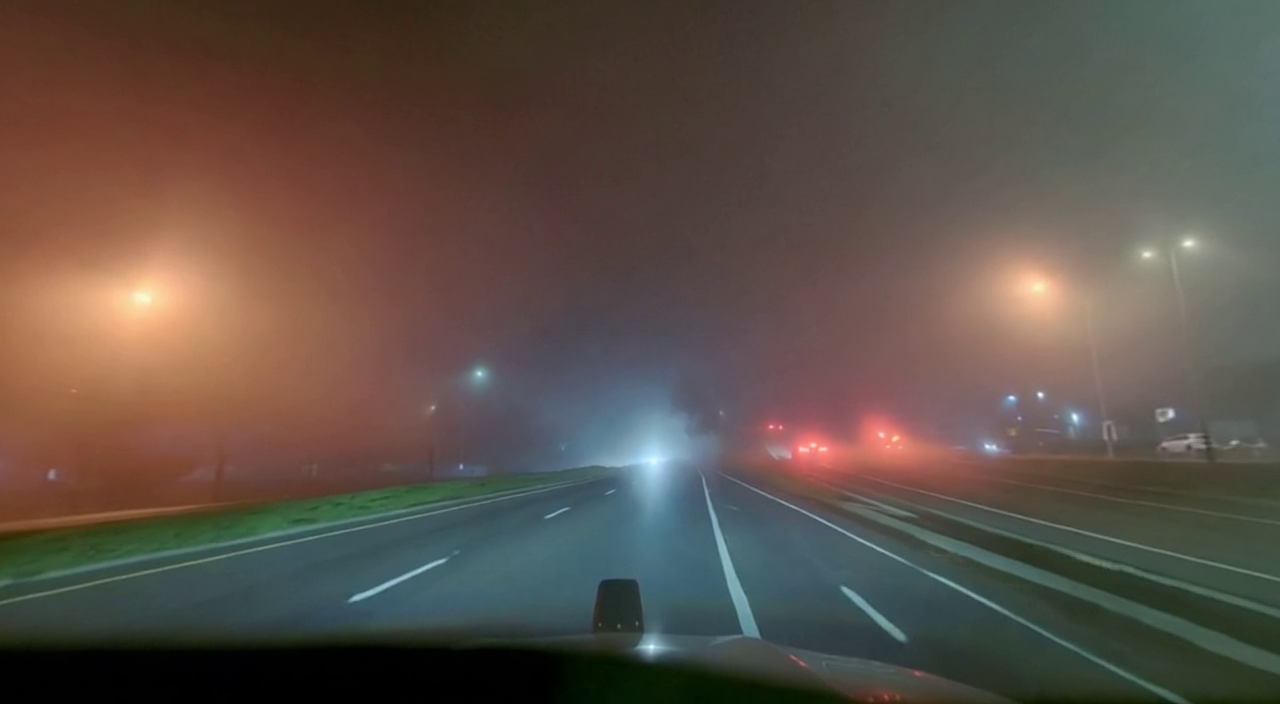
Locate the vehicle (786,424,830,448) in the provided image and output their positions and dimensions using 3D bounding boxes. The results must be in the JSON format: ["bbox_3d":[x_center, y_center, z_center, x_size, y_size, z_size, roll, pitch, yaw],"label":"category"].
[{"bbox_3d":[11.332,5.737,42.806,2.048,1.516,3.874,-1,-8,2],"label":"vehicle"}]

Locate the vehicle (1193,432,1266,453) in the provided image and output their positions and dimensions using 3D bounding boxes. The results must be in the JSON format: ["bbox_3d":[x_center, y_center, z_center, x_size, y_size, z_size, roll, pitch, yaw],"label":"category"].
[{"bbox_3d":[43.495,6.708,46.671,1.812,1.481,3.505,1,-8,-6],"label":"vehicle"}]
